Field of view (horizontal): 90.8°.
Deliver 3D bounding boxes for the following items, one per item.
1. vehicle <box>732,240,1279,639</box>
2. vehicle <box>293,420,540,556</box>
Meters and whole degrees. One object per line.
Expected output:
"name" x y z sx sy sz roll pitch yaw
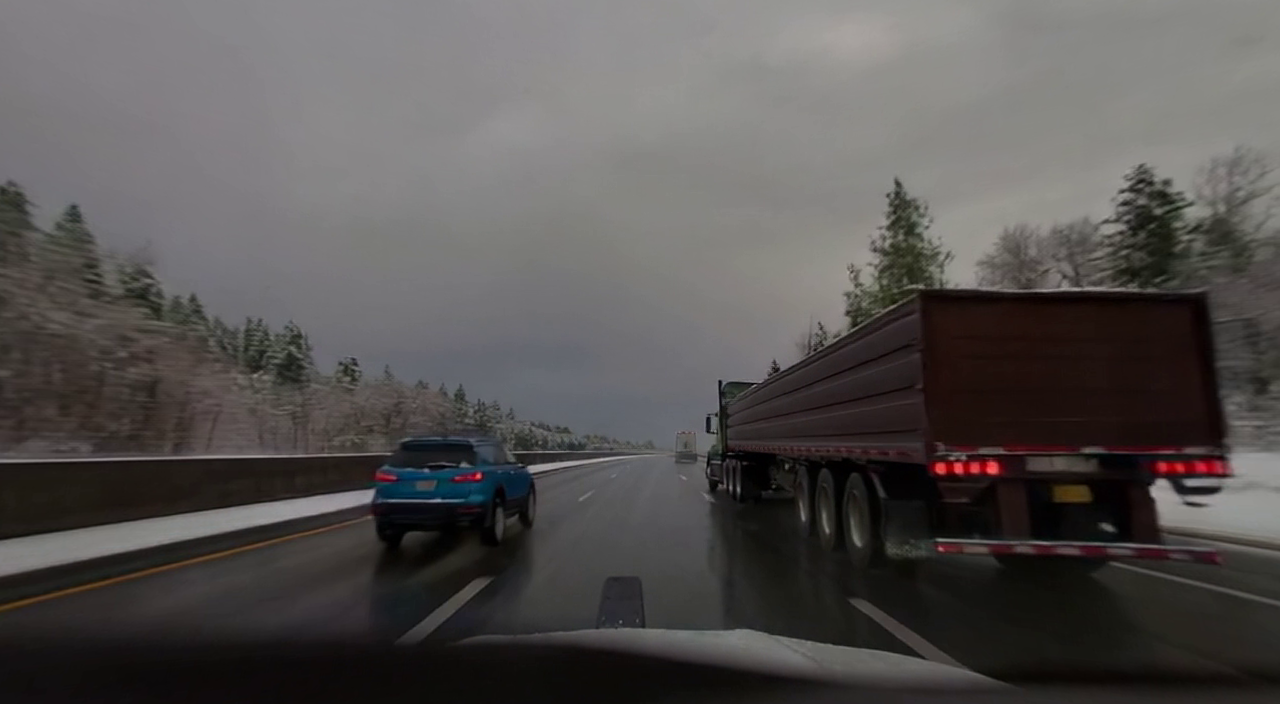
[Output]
"vehicle" 4.316 1.773 12.416 2.868 3.427 14.032 0 -9 0
"vehicle" -3.161 2.054 10.168 2.297 1.683 4.385 0 -9 1
